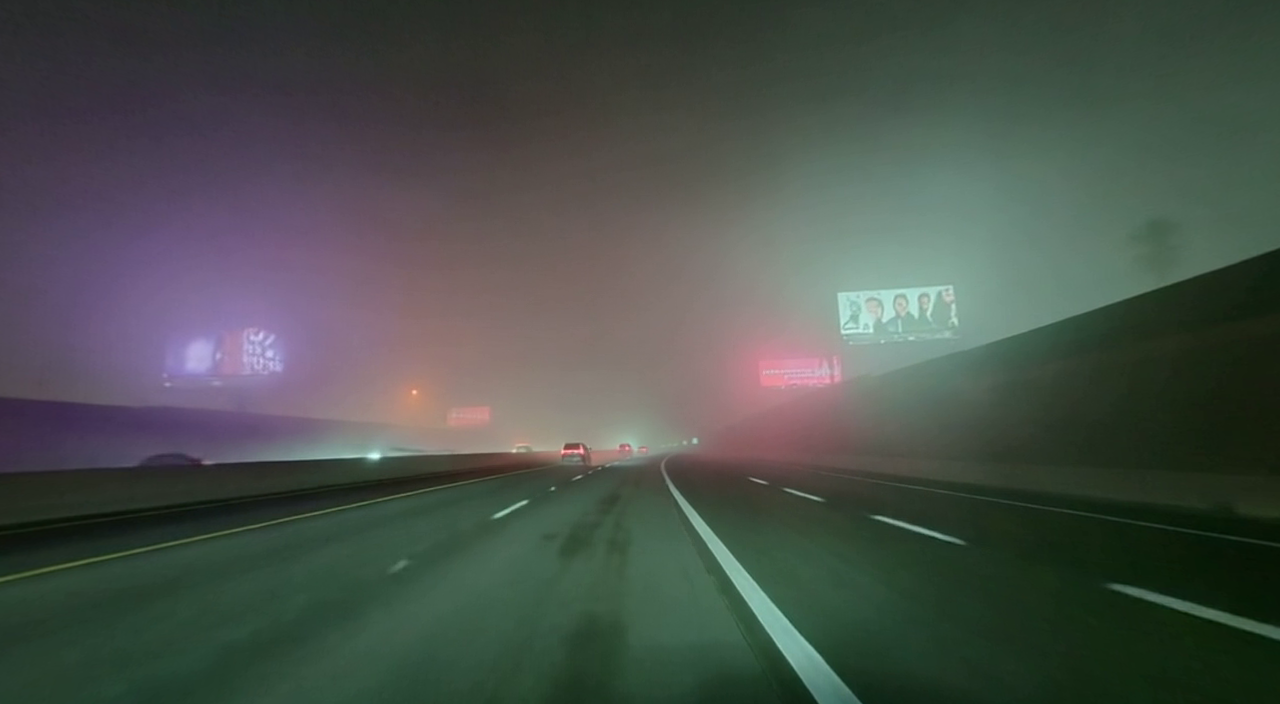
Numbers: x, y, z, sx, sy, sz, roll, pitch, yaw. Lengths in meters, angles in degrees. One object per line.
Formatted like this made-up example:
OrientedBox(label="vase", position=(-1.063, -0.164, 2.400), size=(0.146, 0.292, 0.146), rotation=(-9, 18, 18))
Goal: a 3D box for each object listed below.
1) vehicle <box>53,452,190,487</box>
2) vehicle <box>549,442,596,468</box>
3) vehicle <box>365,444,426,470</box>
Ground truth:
OrientedBox(label="vehicle", position=(-21.889, 4.946, 26.957), size=(1.880, 1.321, 4.644), rotation=(0, -8, 1))
OrientedBox(label="vehicle", position=(-3.959, 6.111, 37.660), size=(2.078, 1.457, 4.648), rotation=(0, -8, 3))
OrientedBox(label="vehicle", position=(-14.552, 6.274, 37.860), size=(1.927, 1.463, 3.932), rotation=(0, -8, 3))
